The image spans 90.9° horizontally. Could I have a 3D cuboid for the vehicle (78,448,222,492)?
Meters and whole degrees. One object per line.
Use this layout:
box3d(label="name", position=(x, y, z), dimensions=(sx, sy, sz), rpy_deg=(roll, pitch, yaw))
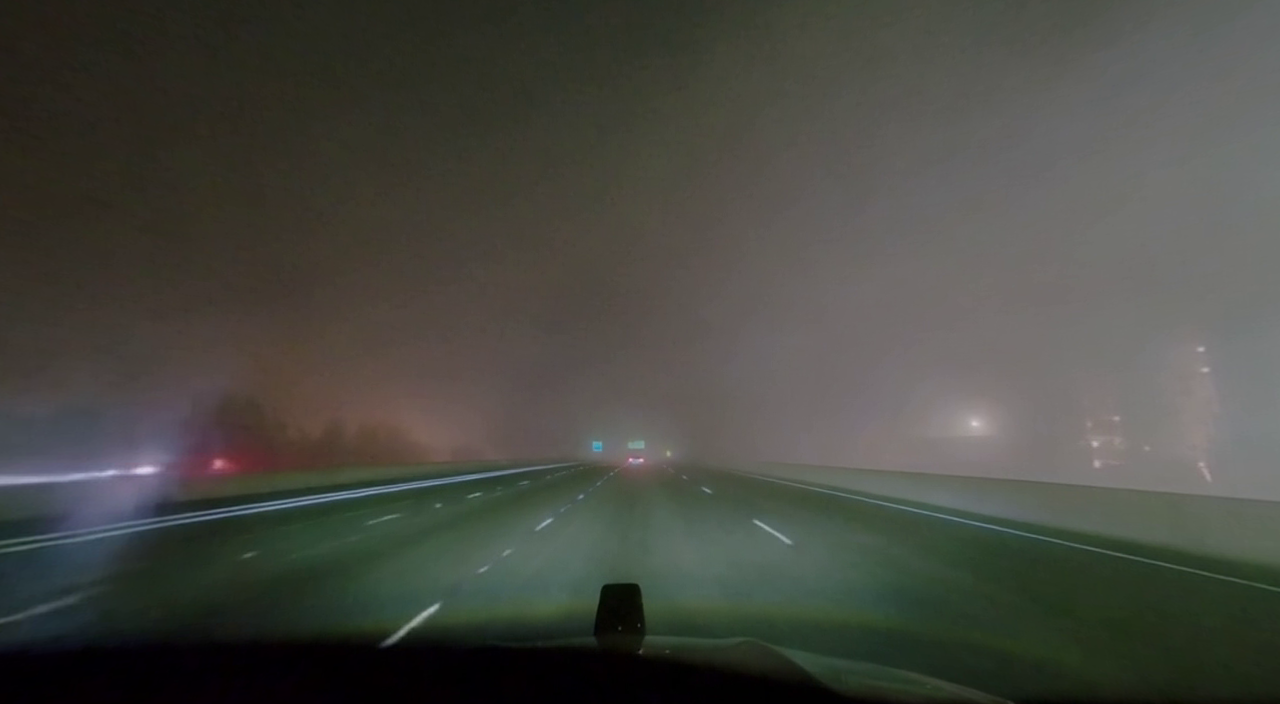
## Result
box3d(label="vehicle", position=(-18.819, 4.530, 24.534), dimensions=(1.874, 1.512, 4.560), rpy_deg=(0, -9, 0))
